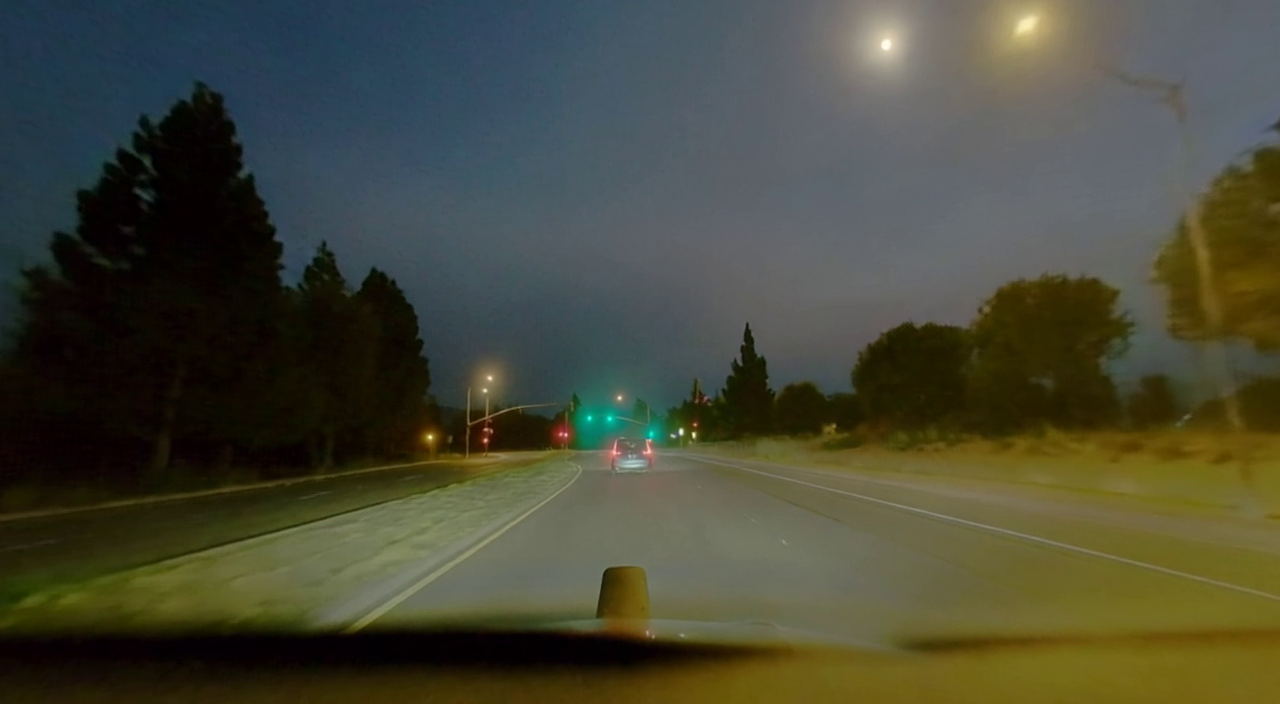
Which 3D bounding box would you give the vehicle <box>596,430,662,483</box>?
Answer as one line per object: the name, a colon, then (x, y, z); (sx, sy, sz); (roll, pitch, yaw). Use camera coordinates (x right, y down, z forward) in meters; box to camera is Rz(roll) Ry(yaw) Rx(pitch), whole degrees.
vehicle: (-0.402, 3.811, 23.195); (2.192, 1.734, 4.176); (0, -8, -1)
